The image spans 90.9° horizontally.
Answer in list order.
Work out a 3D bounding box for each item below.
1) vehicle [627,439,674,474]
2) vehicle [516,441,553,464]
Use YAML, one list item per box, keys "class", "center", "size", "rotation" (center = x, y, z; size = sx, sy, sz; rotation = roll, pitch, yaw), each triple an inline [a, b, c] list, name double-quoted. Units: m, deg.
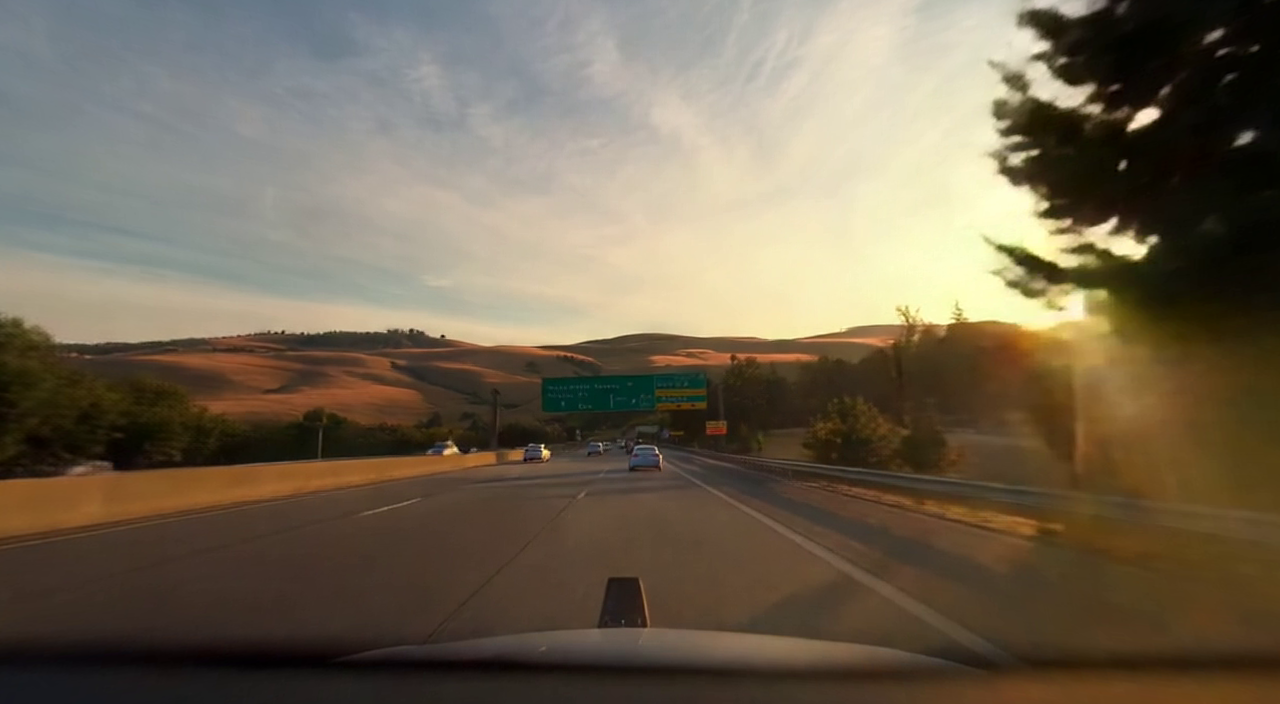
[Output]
- class: "vehicle"
  center: [0.395, 4.860, 29.518]
  size: [2.019, 1.475, 4.301]
  rotation: [0, -9, -1]
- class: "vehicle"
  center: [-7.128, 6.848, 42.894]
  size: [1.955, 1.468, 3.637]
  rotation: [0, -9, 0]
